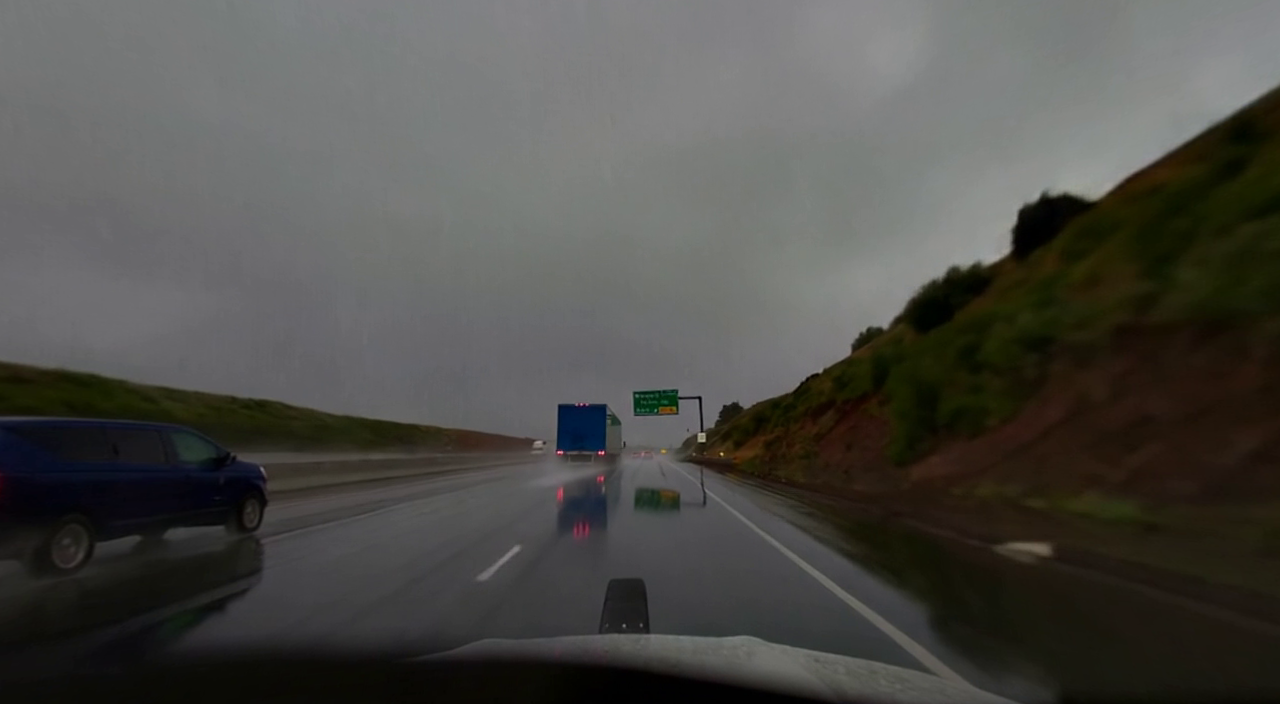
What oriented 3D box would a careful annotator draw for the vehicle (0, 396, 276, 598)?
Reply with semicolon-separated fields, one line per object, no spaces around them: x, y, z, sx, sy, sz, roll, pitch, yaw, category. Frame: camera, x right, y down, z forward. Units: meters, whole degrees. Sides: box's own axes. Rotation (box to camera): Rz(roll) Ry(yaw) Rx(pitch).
-7.044;1.608;7.620;2.175;1.860;5.236;0;-8;0;vehicle

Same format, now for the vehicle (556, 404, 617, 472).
-3.523;6.291;45.815;2.893;4.073;15.281;0;-8;1;vehicle
